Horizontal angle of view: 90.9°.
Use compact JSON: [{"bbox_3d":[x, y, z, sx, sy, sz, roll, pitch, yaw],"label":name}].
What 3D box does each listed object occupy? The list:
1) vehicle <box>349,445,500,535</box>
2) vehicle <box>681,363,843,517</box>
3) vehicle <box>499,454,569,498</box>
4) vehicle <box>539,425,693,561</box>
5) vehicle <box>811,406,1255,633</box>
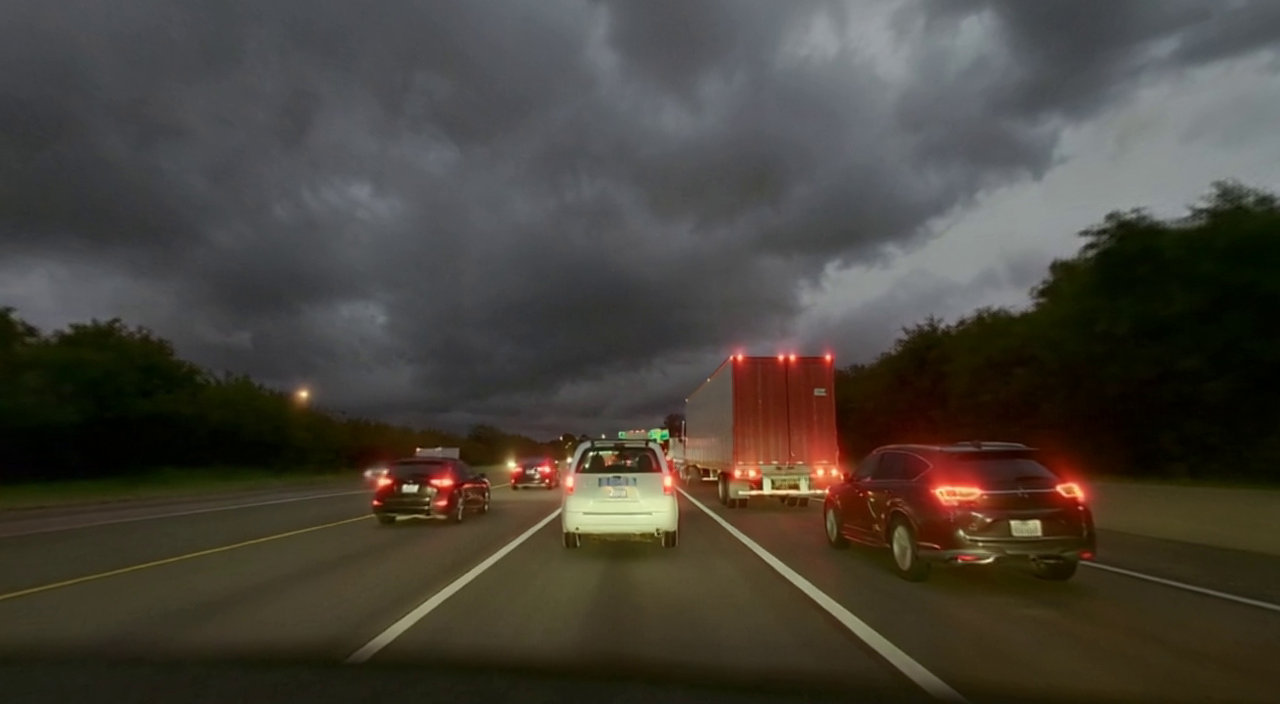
[{"bbox_3d":[-4.346,2.806,13.383,1.789,1.620,3.841,0,-9,1],"label":"vehicle"},{"bbox_3d":[3.781,3.754,25.954,3.032,4.051,18.805,0,-9,0],"label":"vehicle"},{"bbox_3d":[-3.952,4.680,24.158,1.923,1.503,4.293,0,-9,0],"label":"vehicle"},{"bbox_3d":[-0.337,2.214,10.578,2.037,1.792,4.194,0,-9,0],"label":"vehicle"},{"bbox_3d":[3.701,1.667,7.307,2.076,1.751,4.666,0,-9,0],"label":"vehicle"}]
